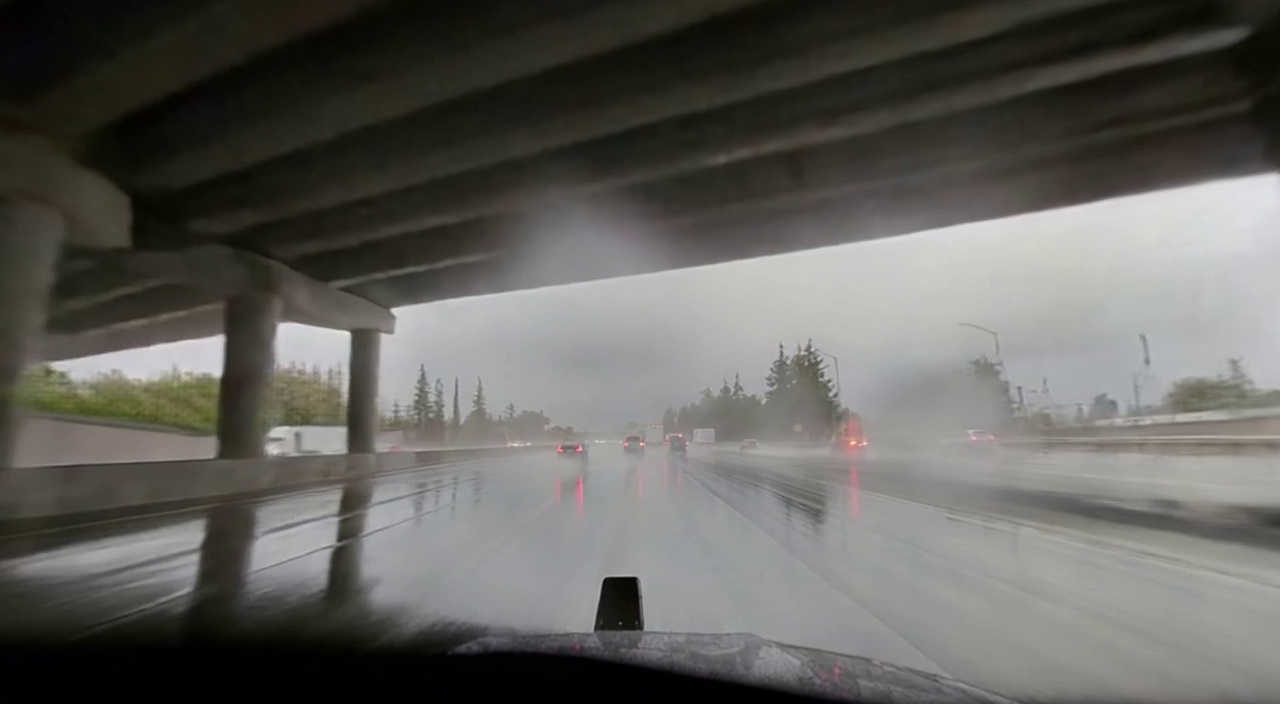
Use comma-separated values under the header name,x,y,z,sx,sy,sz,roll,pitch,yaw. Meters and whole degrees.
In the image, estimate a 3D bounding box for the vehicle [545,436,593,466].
name,x,y,z,sx,sy,sz,roll,pitch,yaw
vehicle,-3.693,5.254,33.528,2.066,1.500,4.415,0,-8,0
